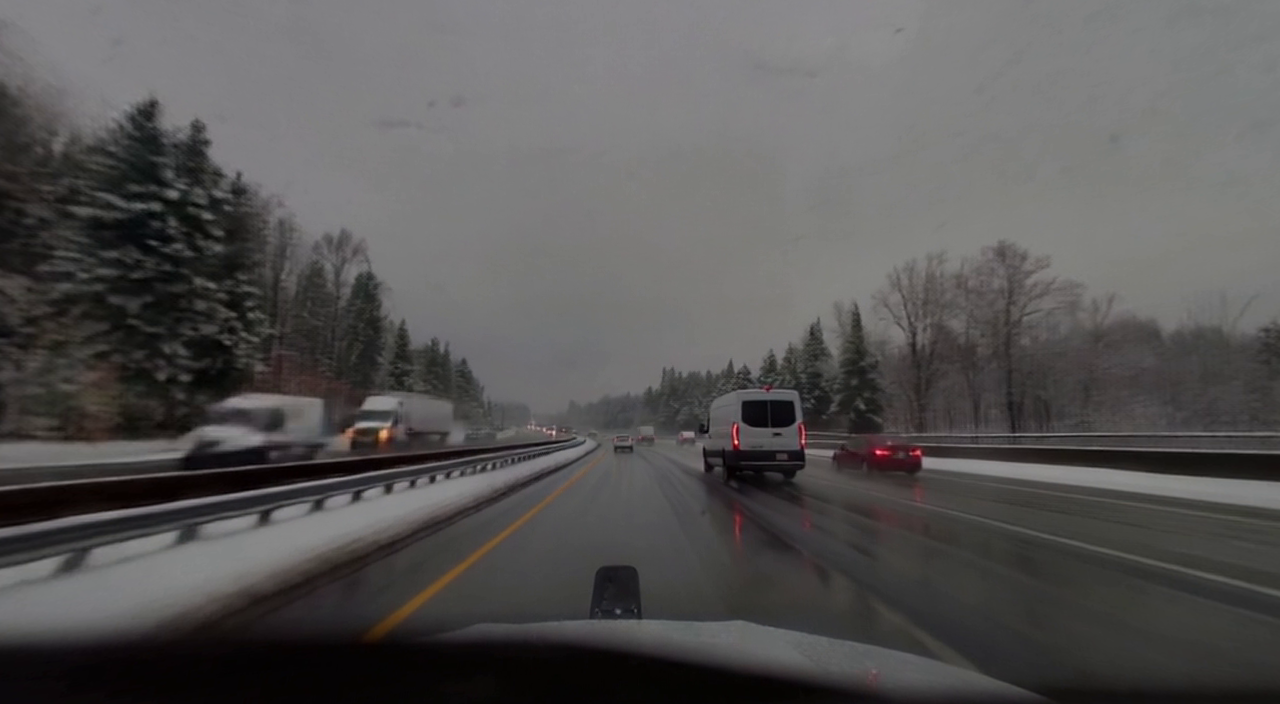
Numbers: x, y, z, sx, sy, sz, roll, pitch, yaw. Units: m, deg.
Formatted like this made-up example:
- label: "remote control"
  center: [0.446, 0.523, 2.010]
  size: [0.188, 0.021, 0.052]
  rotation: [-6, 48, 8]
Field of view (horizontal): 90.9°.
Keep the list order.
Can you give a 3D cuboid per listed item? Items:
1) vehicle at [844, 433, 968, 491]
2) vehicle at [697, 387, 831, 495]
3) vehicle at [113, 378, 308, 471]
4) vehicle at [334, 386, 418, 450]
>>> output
- label: "vehicle"
  center: [7.437, 3.087, 18.081]
  size: [1.821, 1.468, 3.805]
  rotation: [0, -8, -1]
- label: "vehicle"
  center: [3.140, 2.442, 17.499]
  size: [2.436, 2.521, 5.409]
  rotation: [0, -8, -2]
- label: "vehicle"
  center: [-13.033, 2.308, 19.777]
  size: [2.284, 2.500, 5.367]
  rotation: [0, -8, 0]
- label: "vehicle"
  center: [-17.339, 4.441, 41.823]
  size: [2.973, 3.930, 5.878]
  rotation: [0, -8, -1]
